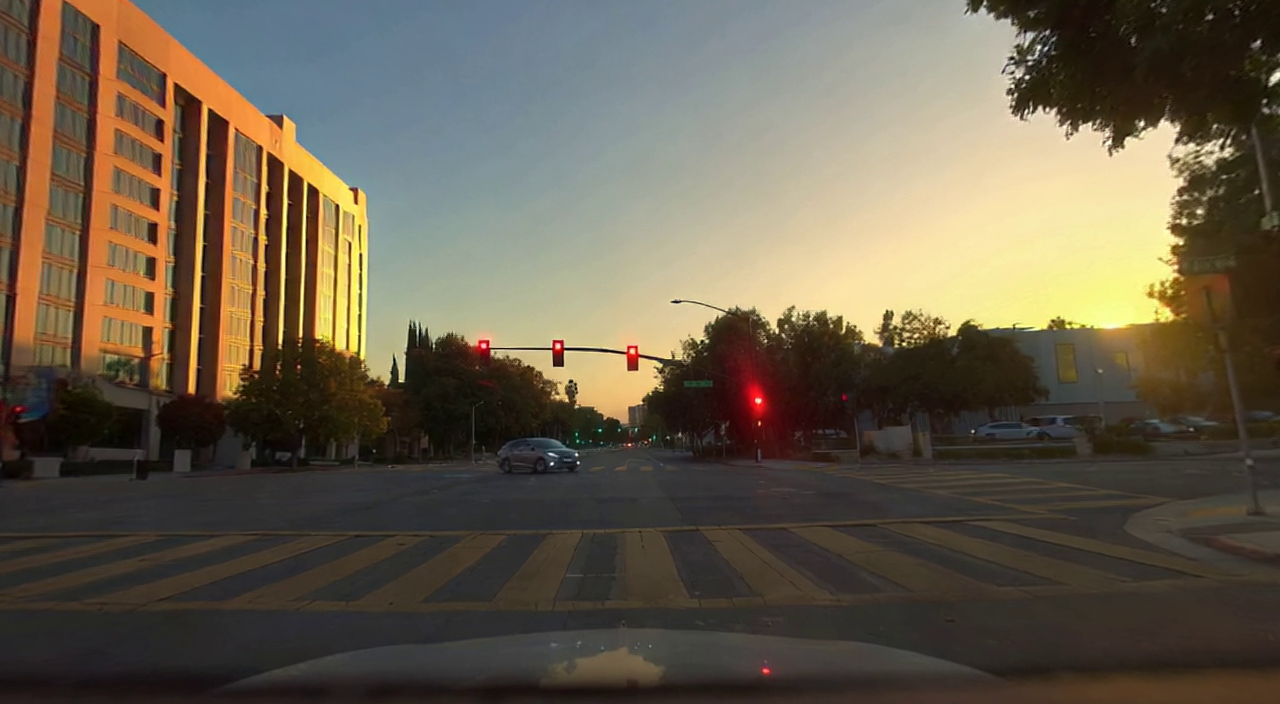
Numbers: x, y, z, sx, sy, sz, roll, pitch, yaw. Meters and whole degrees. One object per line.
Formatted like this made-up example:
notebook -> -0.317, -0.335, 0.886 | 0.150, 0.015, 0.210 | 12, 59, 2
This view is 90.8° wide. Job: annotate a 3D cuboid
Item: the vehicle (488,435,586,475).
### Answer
vehicle -> -5.307, 5.191, 32.085 | 5.357, 1.814, 2.141 | -8, -12, 44
